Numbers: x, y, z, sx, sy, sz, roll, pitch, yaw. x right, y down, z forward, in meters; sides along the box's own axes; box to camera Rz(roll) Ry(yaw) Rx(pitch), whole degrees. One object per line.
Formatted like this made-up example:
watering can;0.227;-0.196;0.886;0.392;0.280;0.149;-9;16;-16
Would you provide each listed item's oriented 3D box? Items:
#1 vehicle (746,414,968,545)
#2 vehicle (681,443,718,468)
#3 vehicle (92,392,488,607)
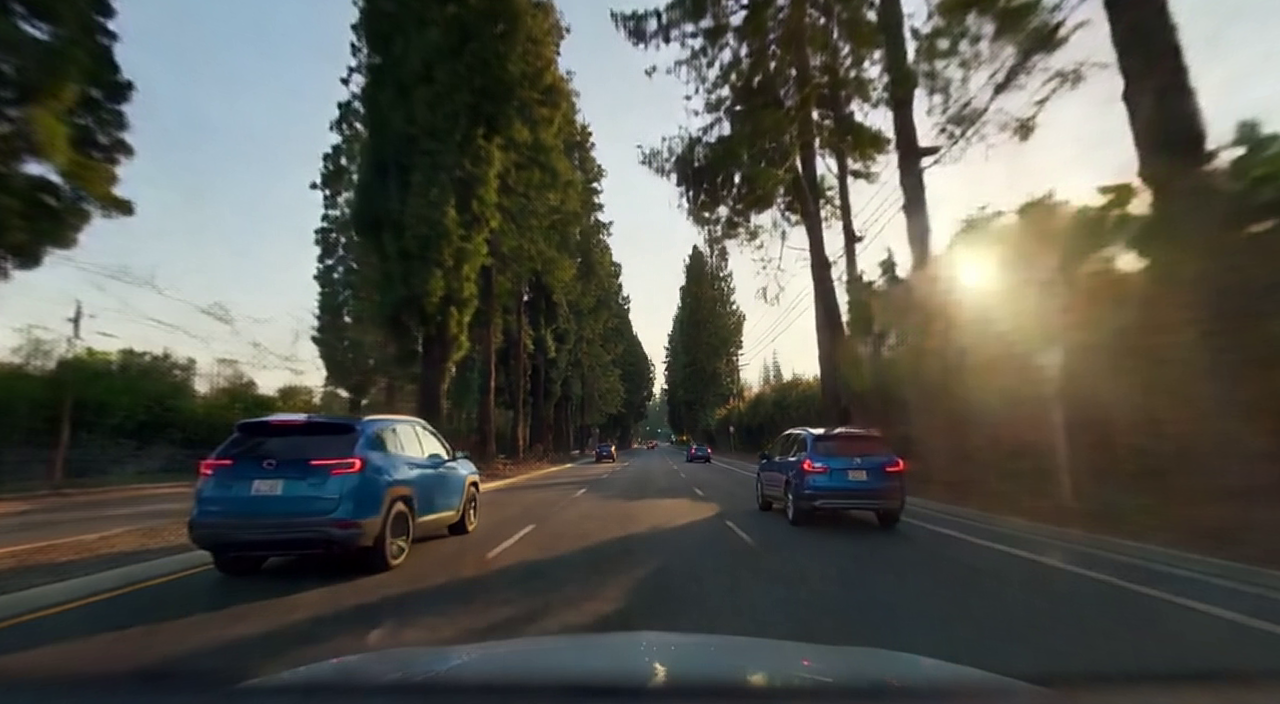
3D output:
vehicle;3.305;2.049;10.777;2.182;1.744;4.464;0;-8;0
vehicle;3.805;6.687;40.898;1.906;1.468;4.422;0;-8;-1
vehicle;-3.488;1.563;7.600;2.104;1.785;4.494;0;-8;1
